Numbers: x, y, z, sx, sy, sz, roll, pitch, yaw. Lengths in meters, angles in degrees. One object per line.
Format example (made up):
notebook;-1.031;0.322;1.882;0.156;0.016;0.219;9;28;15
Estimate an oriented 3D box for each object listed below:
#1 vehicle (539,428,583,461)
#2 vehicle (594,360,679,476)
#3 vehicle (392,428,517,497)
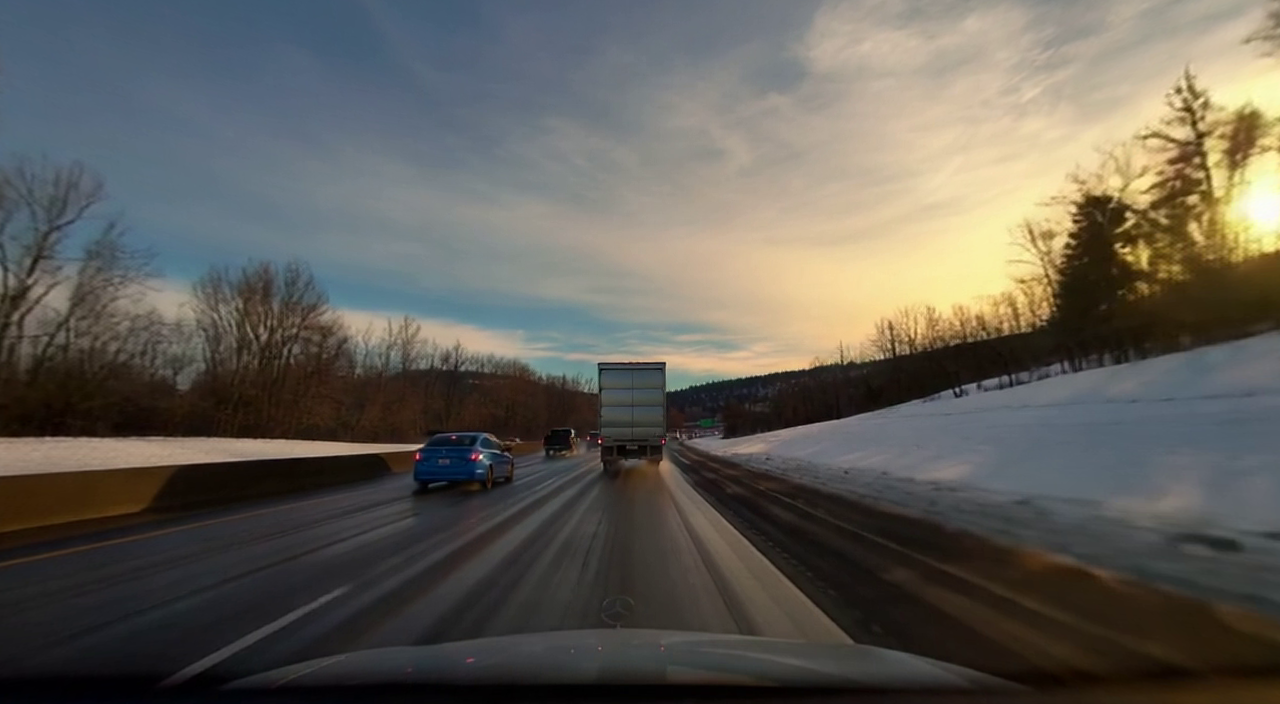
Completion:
vehicle;-4.642;5.512;37.608;2.019;1.834;4.644;0;-8;0
vehicle;-0.227;2.969;27.107;2.953;4.041;10.072;0;-8;-1
vehicle;-4.615;2.785;16.405;1.931;1.539;4.441;0;-8;0
